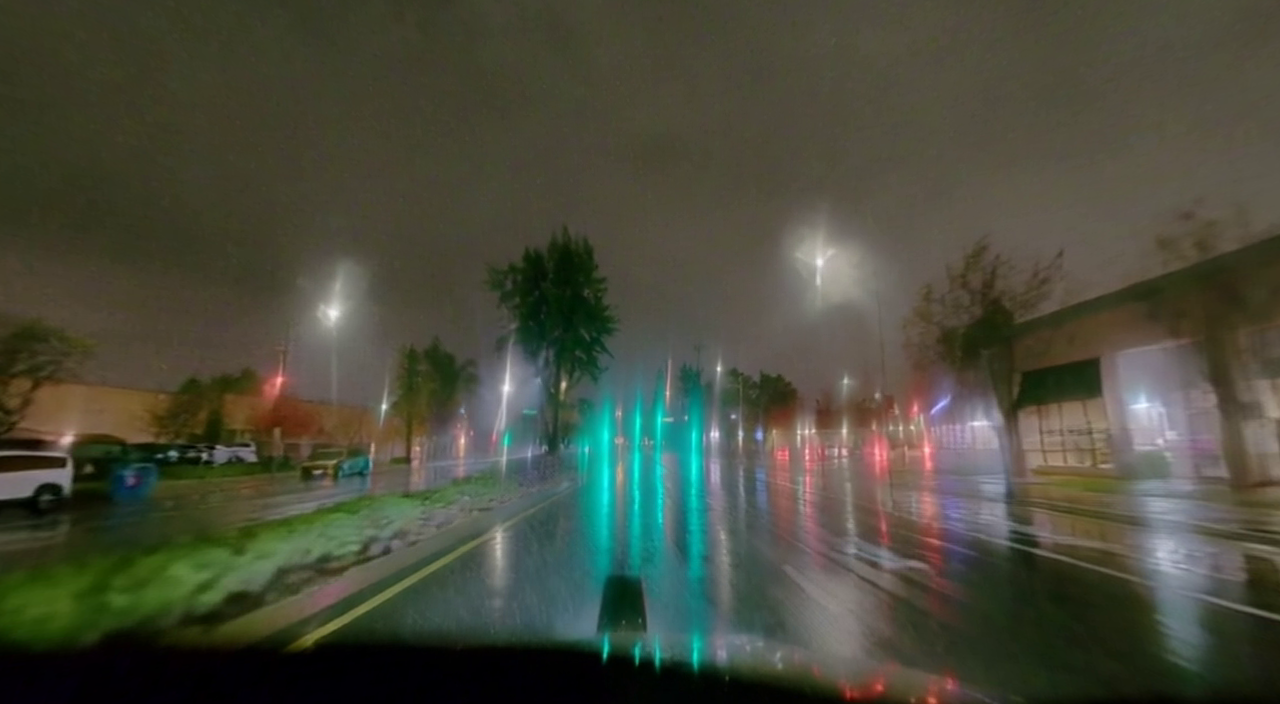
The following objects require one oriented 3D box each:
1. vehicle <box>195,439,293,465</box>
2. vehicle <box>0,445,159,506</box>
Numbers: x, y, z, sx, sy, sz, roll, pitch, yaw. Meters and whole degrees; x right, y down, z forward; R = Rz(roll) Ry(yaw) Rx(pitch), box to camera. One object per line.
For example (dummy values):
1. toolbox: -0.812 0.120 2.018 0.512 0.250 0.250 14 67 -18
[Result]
1. vehicle: -25.890 6.546 41.177 4.946 1.656 2.016 1 -8 -4
2. vehicle: -18.889 3.871 20.299 2.177 1.656 5.516 0 -8 1
